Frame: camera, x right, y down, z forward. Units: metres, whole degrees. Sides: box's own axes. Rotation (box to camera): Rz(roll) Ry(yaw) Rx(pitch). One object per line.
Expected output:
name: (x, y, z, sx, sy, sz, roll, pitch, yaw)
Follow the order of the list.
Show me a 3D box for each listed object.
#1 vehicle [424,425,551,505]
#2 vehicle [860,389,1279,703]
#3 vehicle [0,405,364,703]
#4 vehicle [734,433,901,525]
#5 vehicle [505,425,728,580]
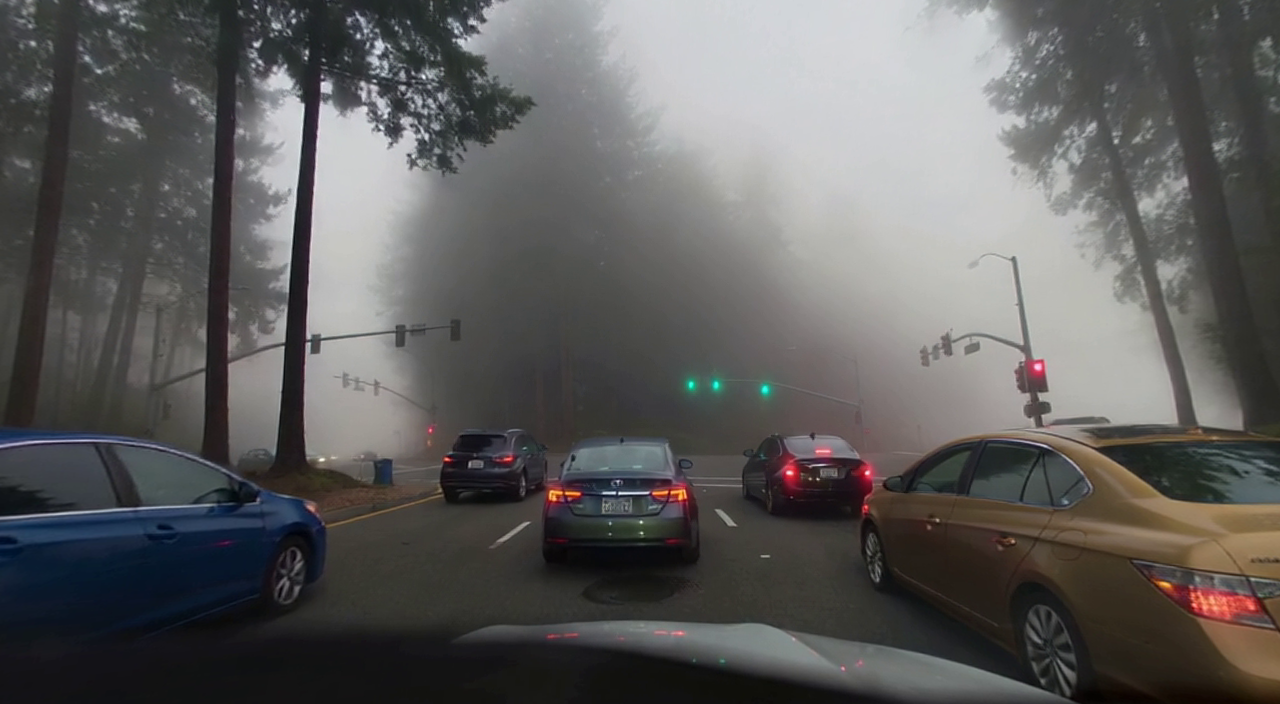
vehicle: (-3.623, 2.777, 15.856, 1.961, 1.714, 4.268, -1, -8, 2)
vehicle: (3.135, 1.149, 4.052, 1.903, 1.480, 4.270, 0, -8, 0)
vehicle: (-3.673, 1.164, 3.936, 1.935, 1.482, 4.433, 0, -8, -1)
vehicle: (3.182, 2.335, 12.324, 1.975, 1.460, 4.357, 0, -8, 0)
vehicle: (-0.246, 1.741, 8.067, 2.147, 1.479, 3.803, 0, -8, -1)
